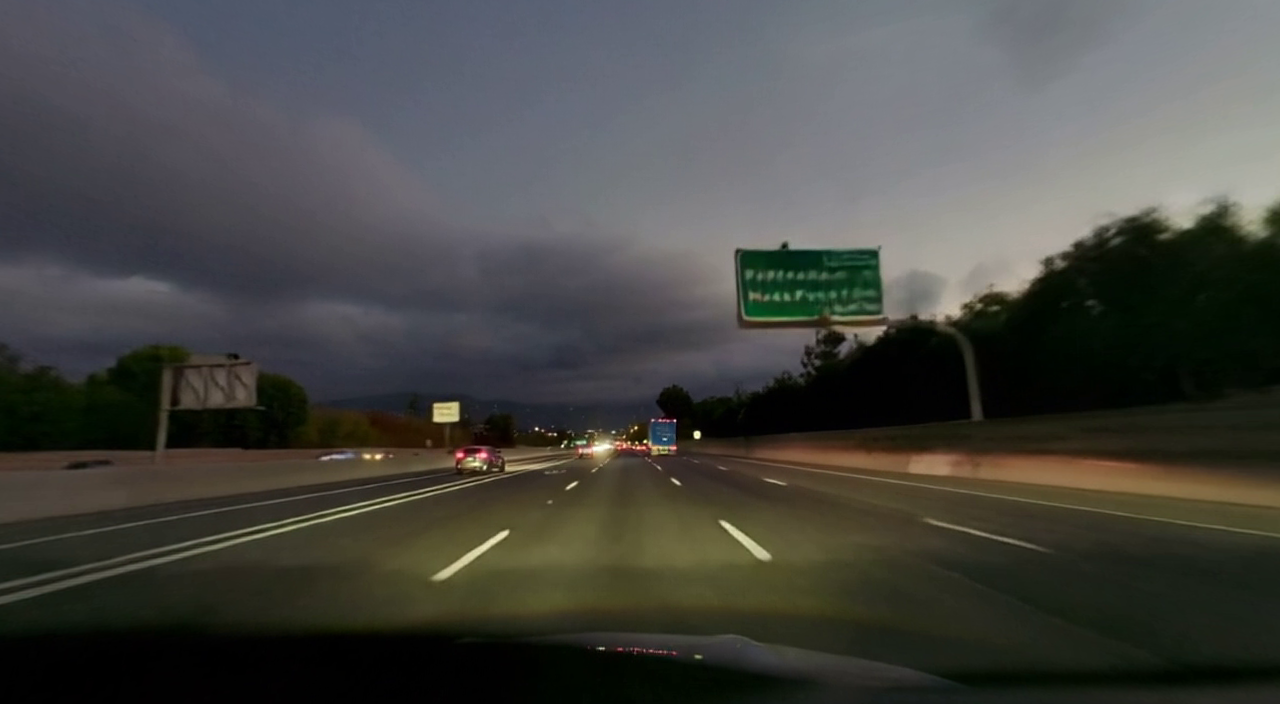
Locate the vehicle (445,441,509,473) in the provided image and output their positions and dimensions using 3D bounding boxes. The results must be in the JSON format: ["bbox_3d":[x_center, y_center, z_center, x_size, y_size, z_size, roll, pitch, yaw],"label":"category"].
[{"bbox_3d":[-8.104,5.267,31.886,2.033,1.494,4.508,0,-8,0],"label":"vehicle"}]
